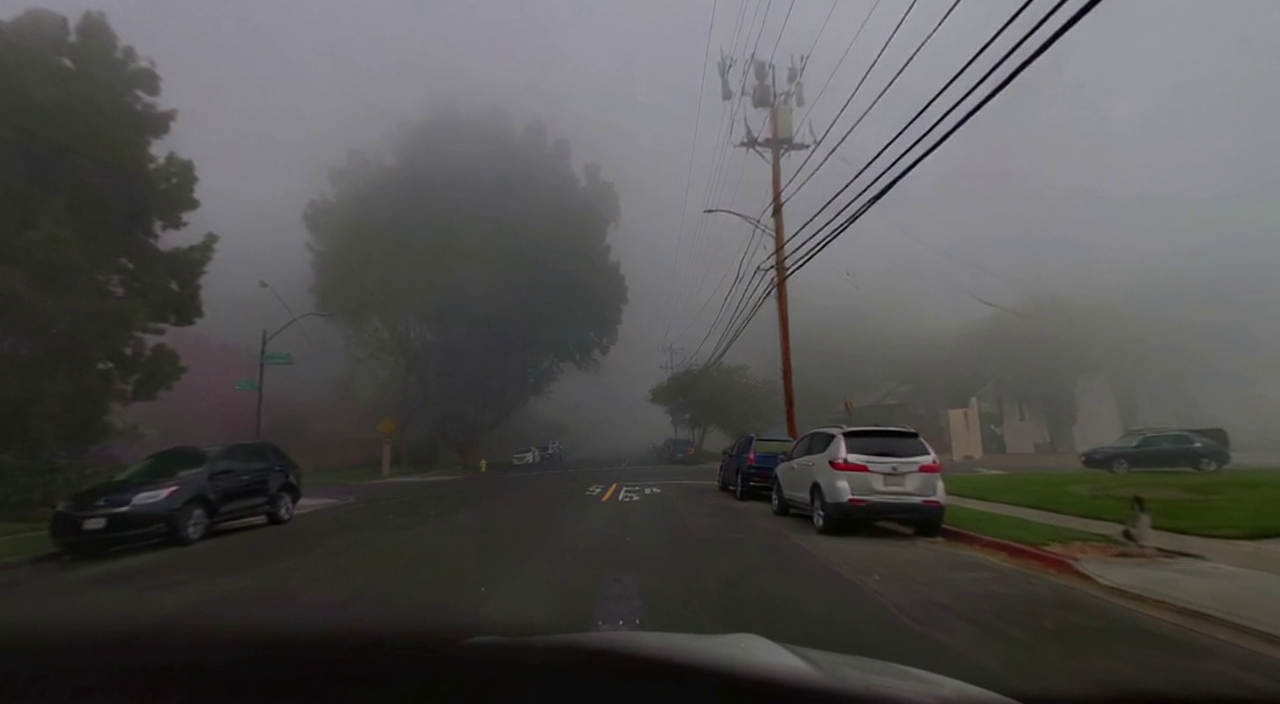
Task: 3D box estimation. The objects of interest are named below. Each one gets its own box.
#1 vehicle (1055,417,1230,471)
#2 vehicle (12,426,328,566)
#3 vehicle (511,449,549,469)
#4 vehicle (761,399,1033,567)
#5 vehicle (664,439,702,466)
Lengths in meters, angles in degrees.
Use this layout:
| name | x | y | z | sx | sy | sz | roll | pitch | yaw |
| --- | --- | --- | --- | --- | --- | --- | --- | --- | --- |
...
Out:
| name | x | y | z | sx | sy | sz | roll | pitch | yaw |
| --- | --- | --- | --- | --- | --- | --- | --- | --- | --- |
| vehicle | 19.209 | 3.534 | 24.367 | 4.826 | 1.933 | 2.166 | 1 | -8 | 1 |
| vehicle | -7.281 | 2.312 | 10.559 | 1.980 | 1.664 | 4.342 | -5 | -11 | 0 |
| vehicle | -7.501 | 7.357 | 43.563 | 1.926 | 1.307 | 3.909 | 0 | -9 | 0 |
| vehicle | 3.177 | 1.723 | 8.988 | 1.993 | 1.778 | 4.311 | 0 | -9 | 0 |
| vehicle | 2.828 | 6.747 | 42.451 | 2.114 | 1.708 | 4.474 | 0 | -9 | -1 |
